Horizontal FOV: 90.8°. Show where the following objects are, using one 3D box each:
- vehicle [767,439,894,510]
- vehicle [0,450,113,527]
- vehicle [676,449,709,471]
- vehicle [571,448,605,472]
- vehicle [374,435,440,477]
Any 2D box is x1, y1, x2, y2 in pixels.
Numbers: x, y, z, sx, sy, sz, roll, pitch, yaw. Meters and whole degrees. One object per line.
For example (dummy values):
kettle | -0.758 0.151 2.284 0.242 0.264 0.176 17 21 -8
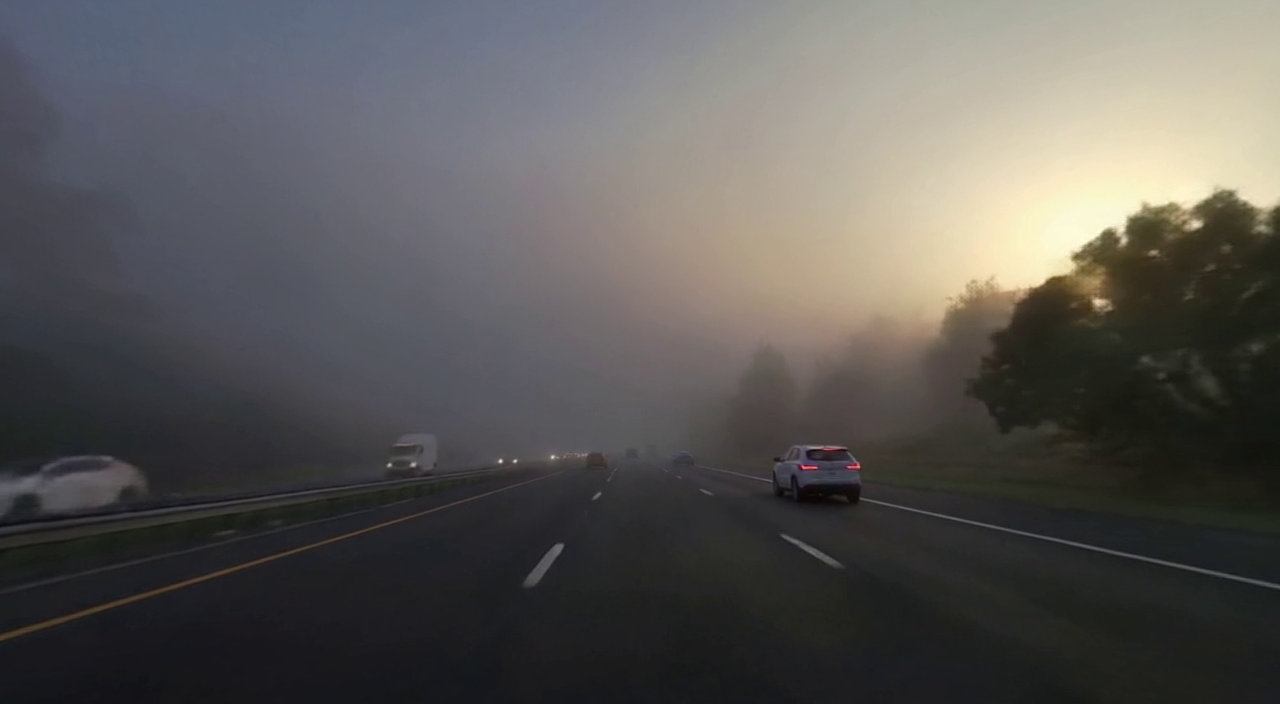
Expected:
vehicle | 4.683 3.060 16.136 1.903 1.566 3.866 0 -9 -2
vehicle | -14.958 3.053 14.242 2.034 1.647 4.778 0 -9 -1
vehicle | 3.586 7.459 43.762 1.846 1.480 3.694 0 -9 -2
vehicle | -3.446 7.252 42.411 2.021 1.507 4.272 0 -9 -1
vehicle | -15.486 6.932 42.346 2.246 2.611 5.858 0 -9 -1
